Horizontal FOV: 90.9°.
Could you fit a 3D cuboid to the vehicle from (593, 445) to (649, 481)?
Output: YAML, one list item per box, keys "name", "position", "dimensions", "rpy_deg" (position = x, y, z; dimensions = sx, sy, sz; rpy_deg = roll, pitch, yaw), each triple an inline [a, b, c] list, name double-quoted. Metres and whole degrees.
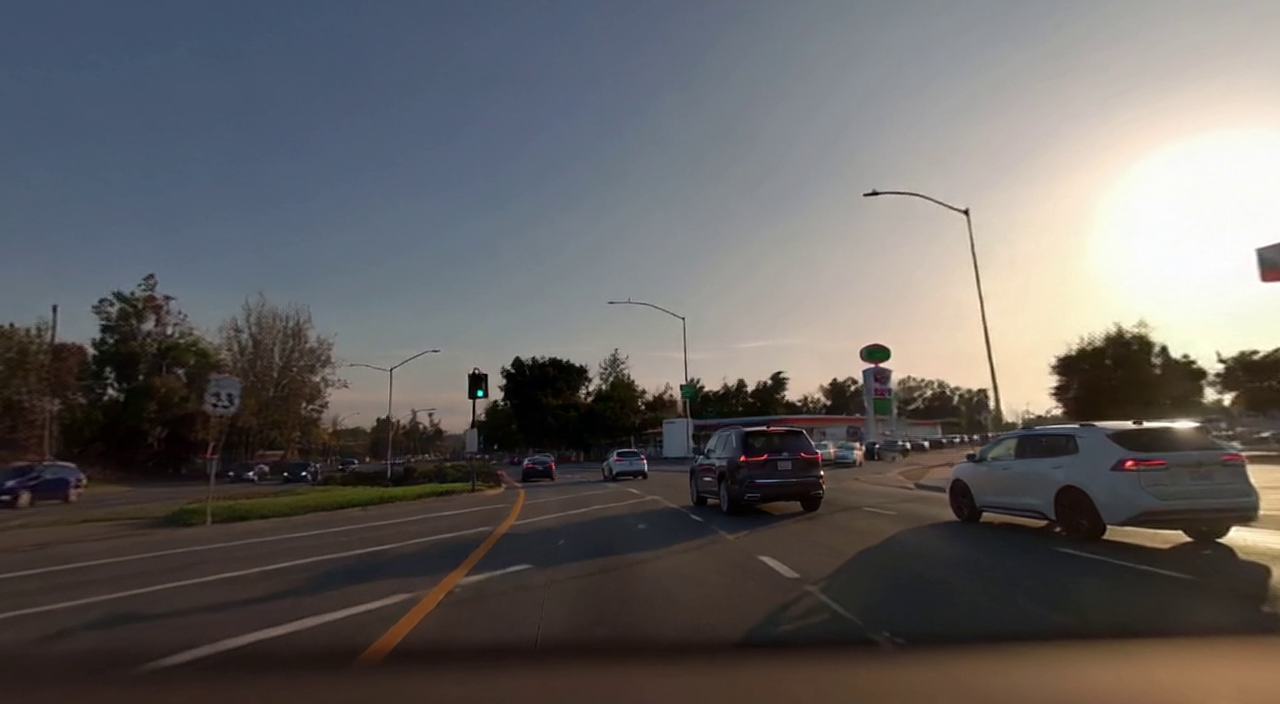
- name: "vehicle"
  position: [-0.995, 5.370, 30.832]
  dimensions: [2.012, 1.612, 4.114]
  rpy_deg: [1, -8, -12]

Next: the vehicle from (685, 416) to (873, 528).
- name: "vehicle"
  position: [2.459, 2.298, 12.726]
  dimensions: [2.184, 1.777, 4.712]
  rpy_deg: [0, -8, -7]

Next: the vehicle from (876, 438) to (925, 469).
- name: "vehicle"
  position: [14.115, 5.424, 33.956]
  dimensions: [1.945, 1.528, 5.044]
  rpy_deg: [-6, -10, 26]

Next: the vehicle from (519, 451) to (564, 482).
- name: "vehicle"
  position: [-5.646, 6.454, 35.832]
  dimensions: [2.107, 1.527, 4.174]
  rpy_deg: [2, -8, -15]

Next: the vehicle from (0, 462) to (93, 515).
- name: "vehicle"
  position: [-20.861, 4.561, 21.320]
  dimensions: [1.821, 1.521, 3.874]
  rpy_deg: [1, -8, -12]

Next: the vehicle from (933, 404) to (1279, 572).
- name: "vehicle"
  position: [5.988, 1.629, 8.369]
  dimensions: [1.881, 1.604, 4.289]
  rpy_deg: [0, -8, -4]
